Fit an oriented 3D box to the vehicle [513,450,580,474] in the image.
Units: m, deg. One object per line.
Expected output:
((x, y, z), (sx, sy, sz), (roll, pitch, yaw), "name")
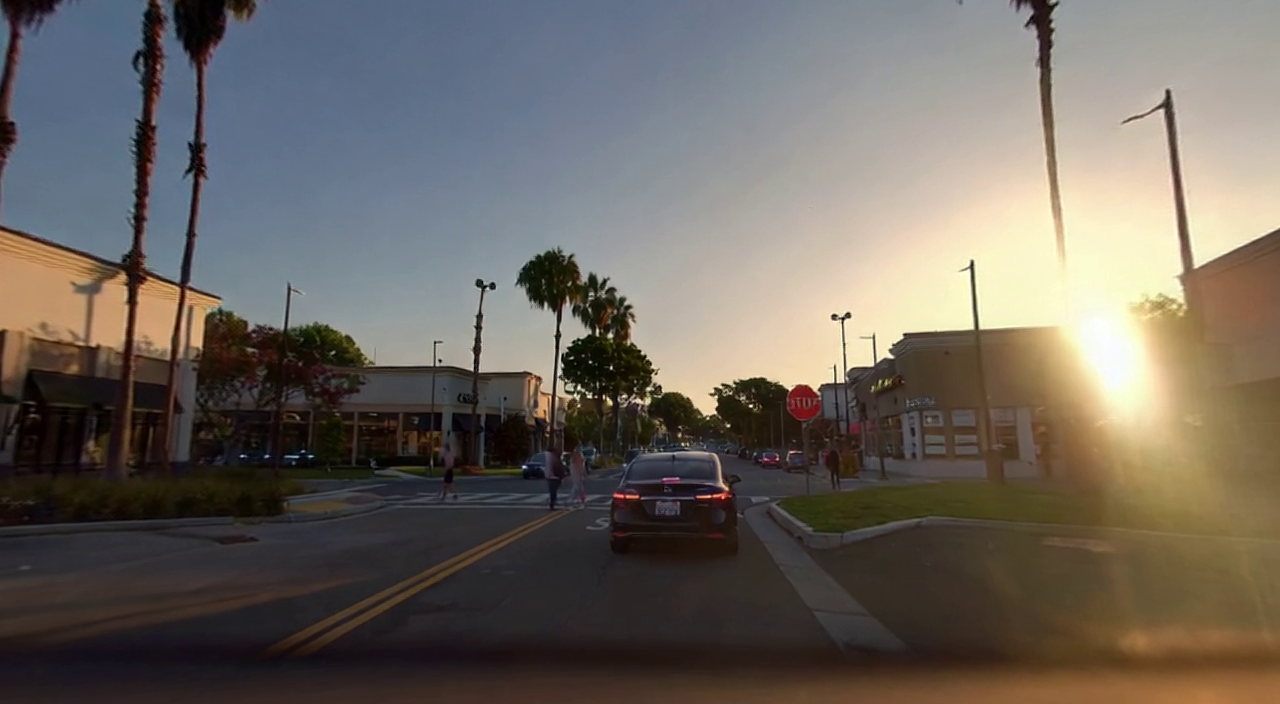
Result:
((-6.909, 8.103, 46.854), (4.529, 1.682, 1.895), (7, -11, -36), "vehicle")

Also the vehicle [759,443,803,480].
((9.410, 7.257, 42.174), (2.467, 2.369, 1.577), (6, -10, -35), "vehicle")

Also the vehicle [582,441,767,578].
((0.539, 2.045, 9.026), (2.031, 1.479, 3.969), (-1, -9, 5), "vehicle")
